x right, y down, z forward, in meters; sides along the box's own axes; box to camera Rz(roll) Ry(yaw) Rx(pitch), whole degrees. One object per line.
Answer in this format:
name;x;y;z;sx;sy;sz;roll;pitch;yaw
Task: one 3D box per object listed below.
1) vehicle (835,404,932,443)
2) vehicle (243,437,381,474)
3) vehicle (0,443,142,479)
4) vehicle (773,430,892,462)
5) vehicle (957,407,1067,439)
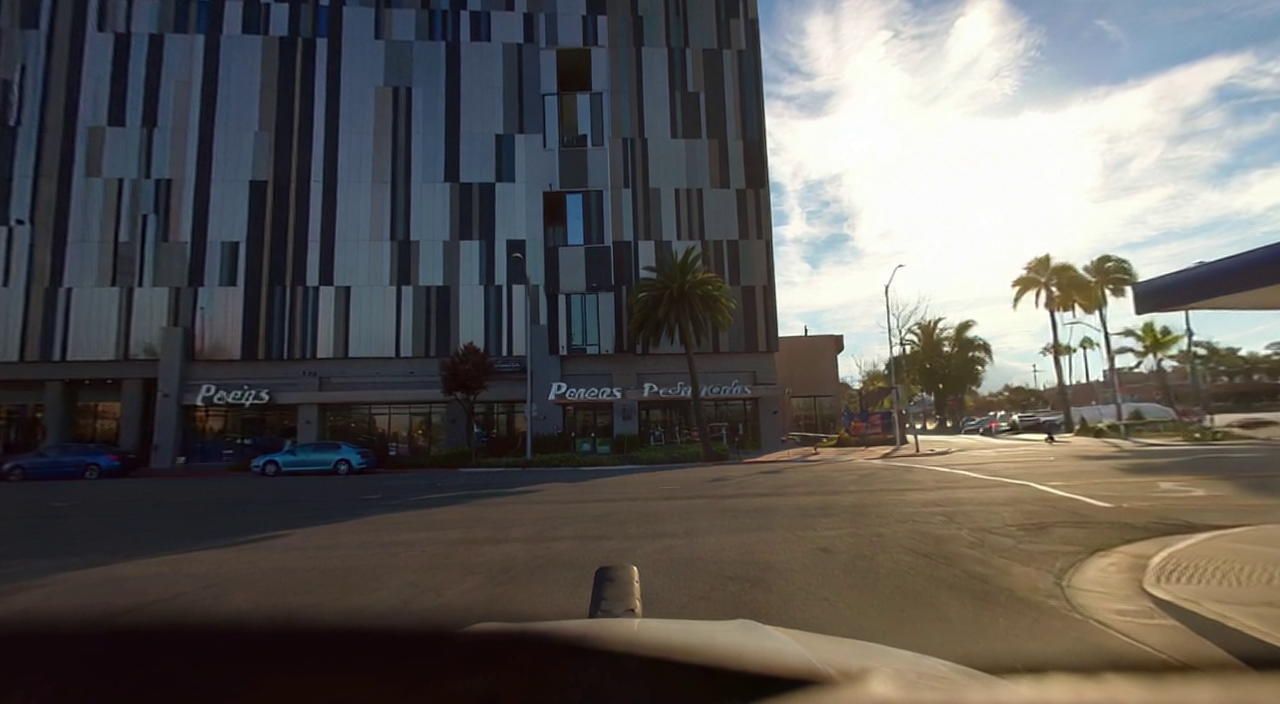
vehicle;16.158;4.803;42.132;5.524;2.504;2.196;1;-9;-3
vehicle;-13.931;4.420;27.027;4.857;1.497;1.811;0;-9;2
vehicle;-23.606;4.502;26.175;4.321;1.430;1.775;0;-9;-2
vehicle;8.566;4.230;28.329;4.782;1.371;1.763;1;-9;-6
vehicle;28.596;5.456;48.721;7.026;2.329;2.545;1;-6;-4
